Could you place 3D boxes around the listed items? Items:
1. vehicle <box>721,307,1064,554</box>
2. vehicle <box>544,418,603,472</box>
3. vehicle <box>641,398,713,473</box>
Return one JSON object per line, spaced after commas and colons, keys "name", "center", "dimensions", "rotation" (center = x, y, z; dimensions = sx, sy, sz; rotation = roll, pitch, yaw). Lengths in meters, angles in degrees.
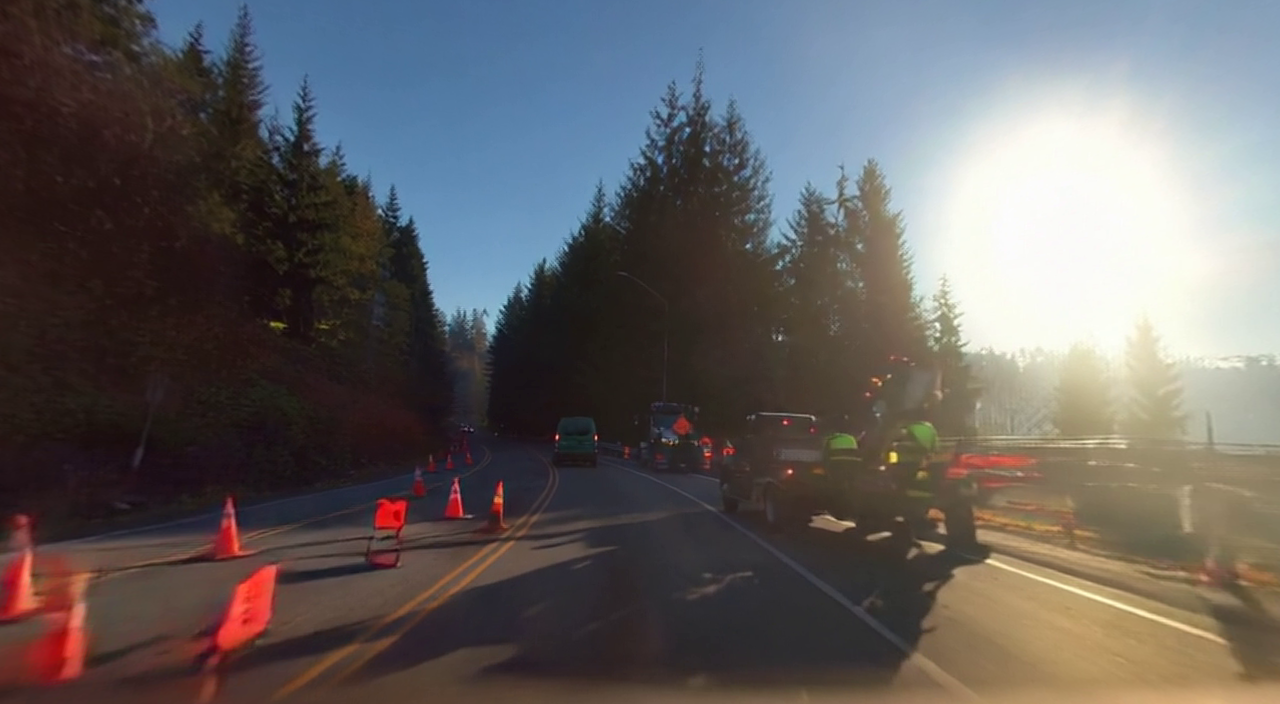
{"name": "vehicle", "center": [3.928, 1.589, 12.803], "dimensions": [3.126, 3.310, 8.534], "rotation": [0, -8, -2]}
{"name": "vehicle", "center": [-3.149, 4.243, 28.901], "dimensions": [2.362, 2.223, 4.892], "rotation": [1, -9, -9]}
{"name": "vehicle", "center": [1.504, 3.706, 27.865], "dimensions": [2.703, 3.066, 4.047], "rotation": [0, -9, -3]}
